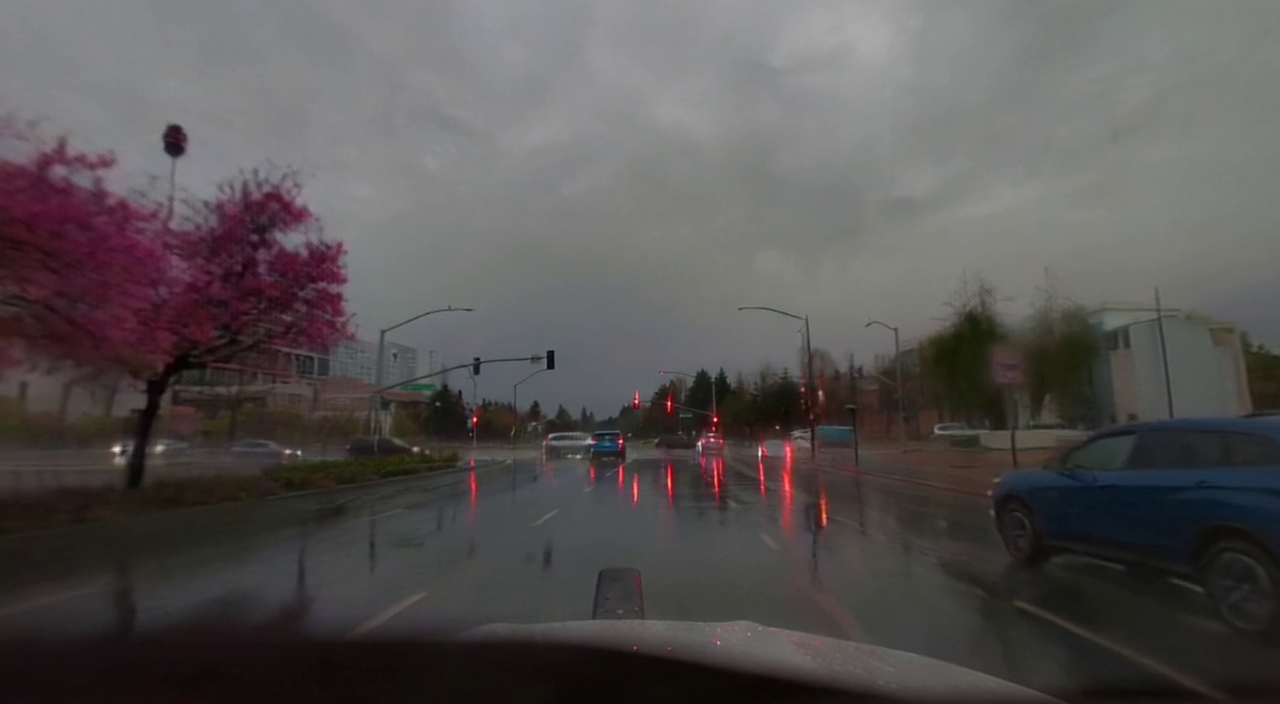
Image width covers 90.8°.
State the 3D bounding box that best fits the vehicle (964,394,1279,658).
[{"bbox_3d":[4.745,1.217,5.100,2.019,1.518,4.285,0,-8,1],"label":"vehicle"}]

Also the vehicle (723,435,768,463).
[{"bbox_3d":[5.966,5.539,36.190,2.007,1.466,4.291,-1,-8,2],"label":"vehicle"}]

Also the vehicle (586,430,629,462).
[{"bbox_3d":[-1.813,5.425,36.537,1.995,1.703,4.367,-1,-8,4],"label":"vehicle"}]
